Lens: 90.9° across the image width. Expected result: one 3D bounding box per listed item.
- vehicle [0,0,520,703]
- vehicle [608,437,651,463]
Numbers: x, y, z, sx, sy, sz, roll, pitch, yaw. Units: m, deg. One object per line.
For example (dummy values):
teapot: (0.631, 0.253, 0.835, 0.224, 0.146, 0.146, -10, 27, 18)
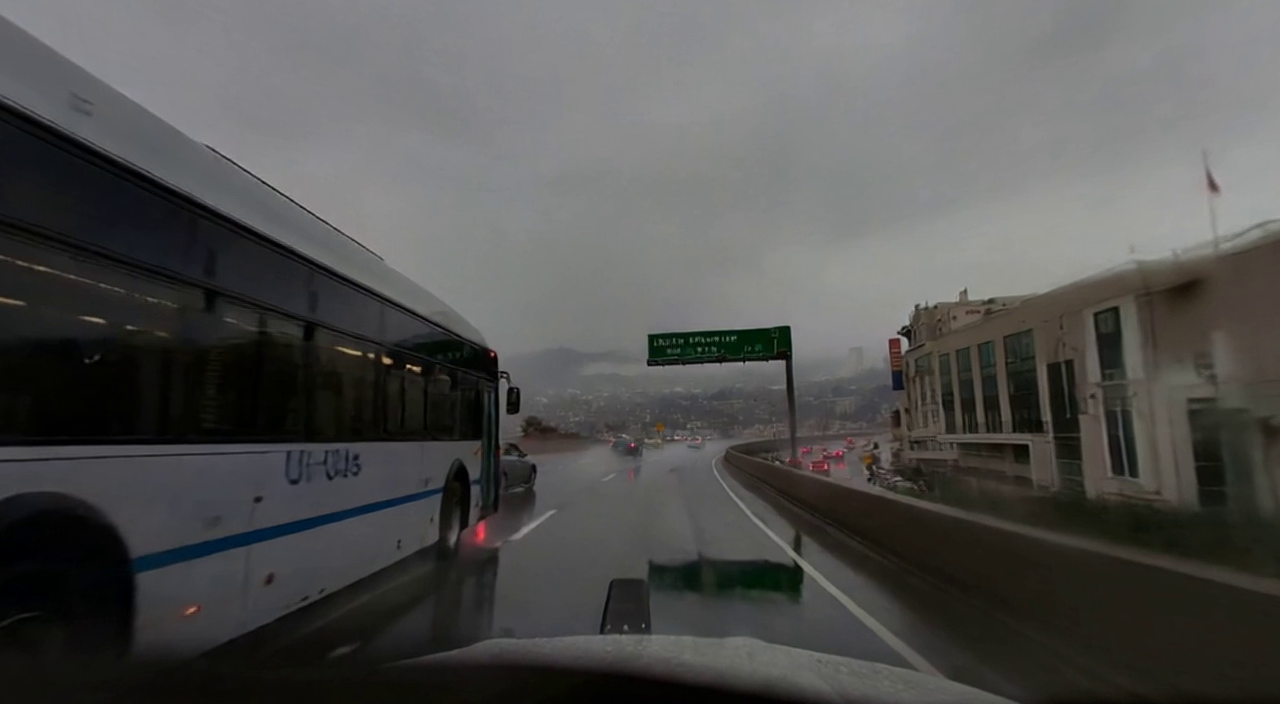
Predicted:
vehicle: (-3.270, 0.534, 4.701, 2.888, 2.944, 8.373, -1, -9, 2)
vehicle: (-0.586, 5.939, 38.311, 1.928, 1.455, 4.361, -2, -9, 8)
